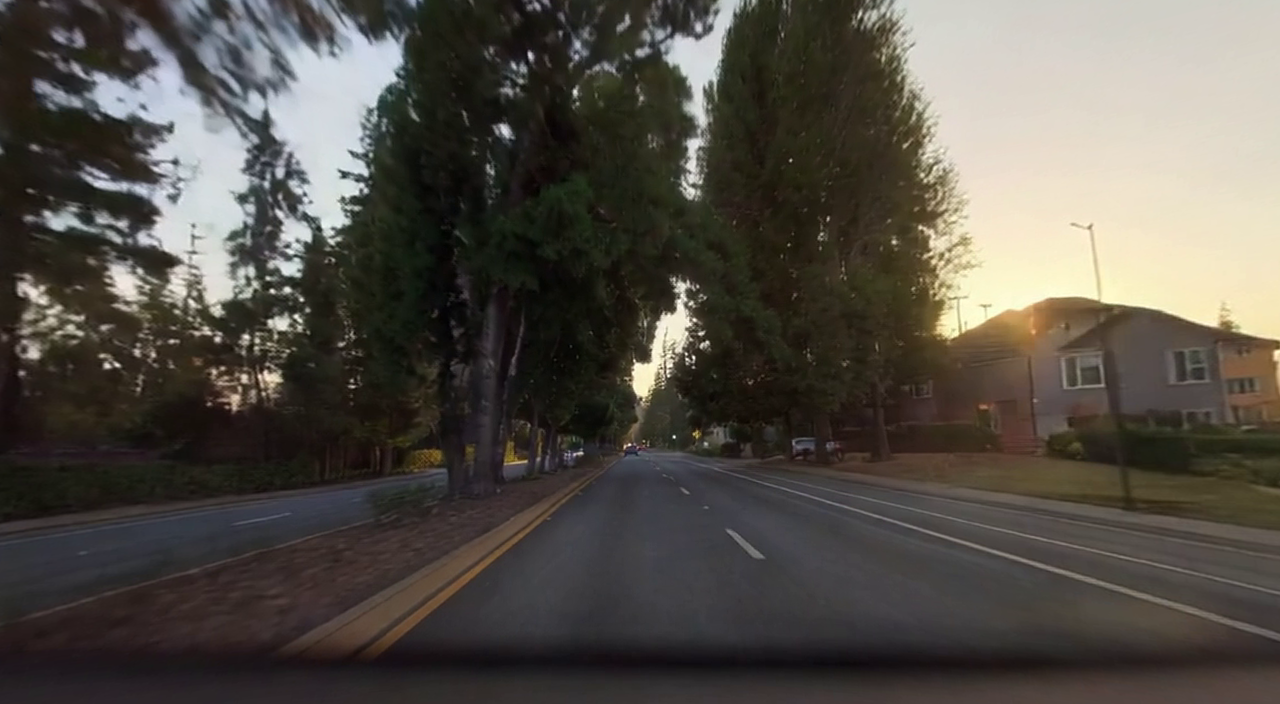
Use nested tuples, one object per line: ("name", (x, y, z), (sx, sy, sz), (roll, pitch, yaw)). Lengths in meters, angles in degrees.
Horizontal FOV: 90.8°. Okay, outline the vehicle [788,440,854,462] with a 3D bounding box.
("vehicle", (14.076, 7.725, 49.247), (4.513, 1.619, 1.905), (1, -9, -8))
